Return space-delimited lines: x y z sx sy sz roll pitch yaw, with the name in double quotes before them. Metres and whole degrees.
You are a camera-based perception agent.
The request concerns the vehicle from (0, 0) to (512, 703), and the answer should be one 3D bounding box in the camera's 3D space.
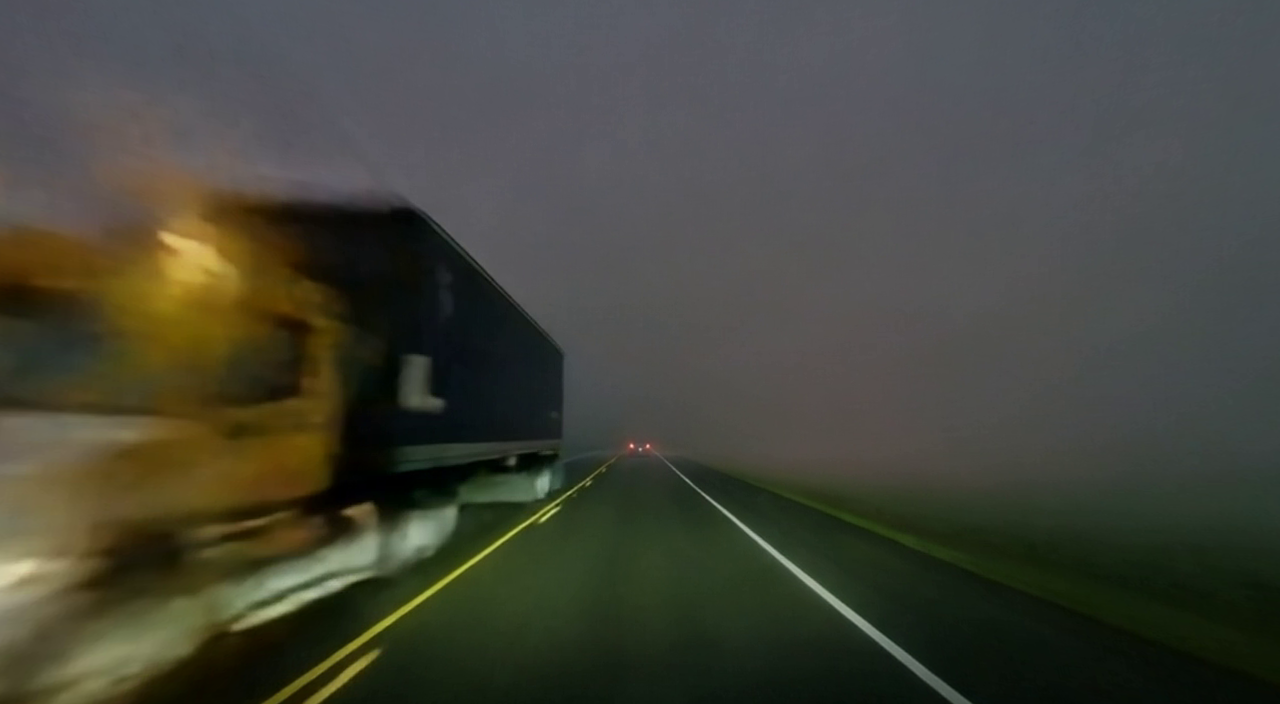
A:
"vehicle" -3.848 0.127 5.105 3.048 4.005 11.290 0 -8 1
